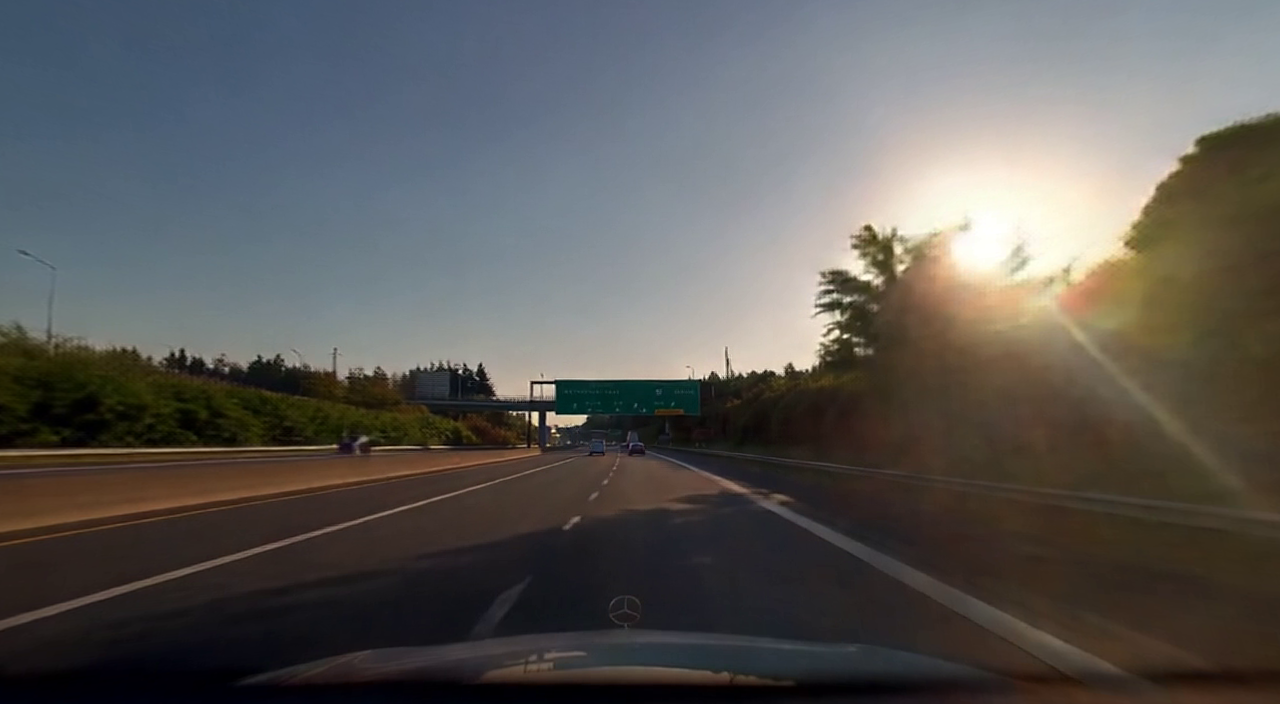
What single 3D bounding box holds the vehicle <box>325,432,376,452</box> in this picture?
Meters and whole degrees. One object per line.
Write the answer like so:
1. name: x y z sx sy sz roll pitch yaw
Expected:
1. vehicle: -22.433 6.993 48.912 1.930 1.526 4.257 0 -8 0
